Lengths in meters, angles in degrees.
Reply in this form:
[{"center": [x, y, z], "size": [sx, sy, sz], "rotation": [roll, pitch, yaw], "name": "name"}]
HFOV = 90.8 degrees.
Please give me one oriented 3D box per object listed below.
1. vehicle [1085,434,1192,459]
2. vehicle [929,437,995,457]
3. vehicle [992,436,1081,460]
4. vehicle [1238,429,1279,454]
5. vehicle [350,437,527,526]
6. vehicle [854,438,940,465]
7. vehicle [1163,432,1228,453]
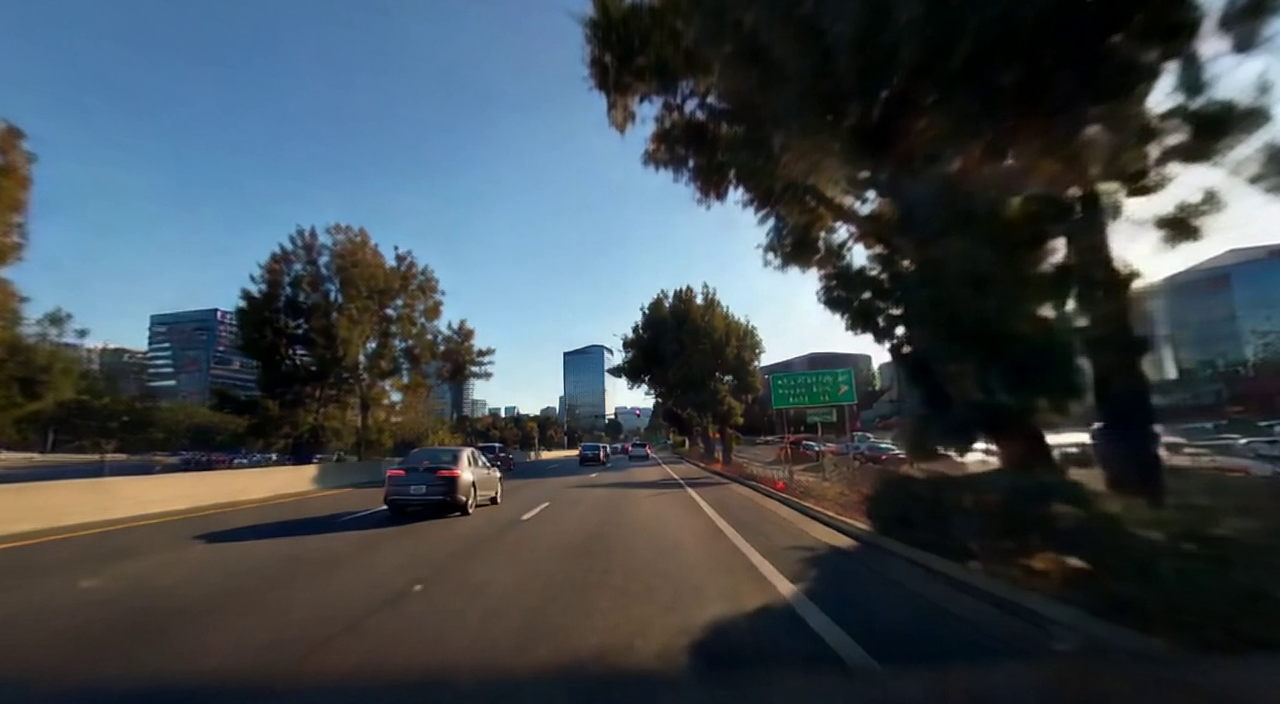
[{"center": [29.664, 5.656, 37.770], "size": [4.650, 1.445, 1.982], "rotation": [-5, -10, 28], "name": "vehicle"}, {"center": [25.031, 7.386, 49.099], "size": [4.387, 1.477, 1.949], "rotation": [-5, -10, 30], "name": "vehicle"}, {"center": [25.131, 6.106, 40.221], "size": [4.528, 1.450, 1.889], "rotation": [-4, -9, 25], "name": "vehicle"}, {"center": [40.395, 5.684, 40.089], "size": [3.959, 1.533, 1.964], "rotation": [4, -9, -24], "name": "vehicle"}, {"center": [-3.803, 2.522, 12.935], "size": [1.920, 1.480, 4.549], "rotation": [-1, -9, 3], "name": "vehicle"}, {"center": [14.908, 5.749, 36.619], "size": [4.505, 1.472, 2.020], "rotation": [4, -10, -26], "name": "vehicle"}, {"center": [39.799, 6.497, 45.256], "size": [4.054, 1.449, 1.816], "rotation": [3, -9, -23], "name": "vehicle"}]
